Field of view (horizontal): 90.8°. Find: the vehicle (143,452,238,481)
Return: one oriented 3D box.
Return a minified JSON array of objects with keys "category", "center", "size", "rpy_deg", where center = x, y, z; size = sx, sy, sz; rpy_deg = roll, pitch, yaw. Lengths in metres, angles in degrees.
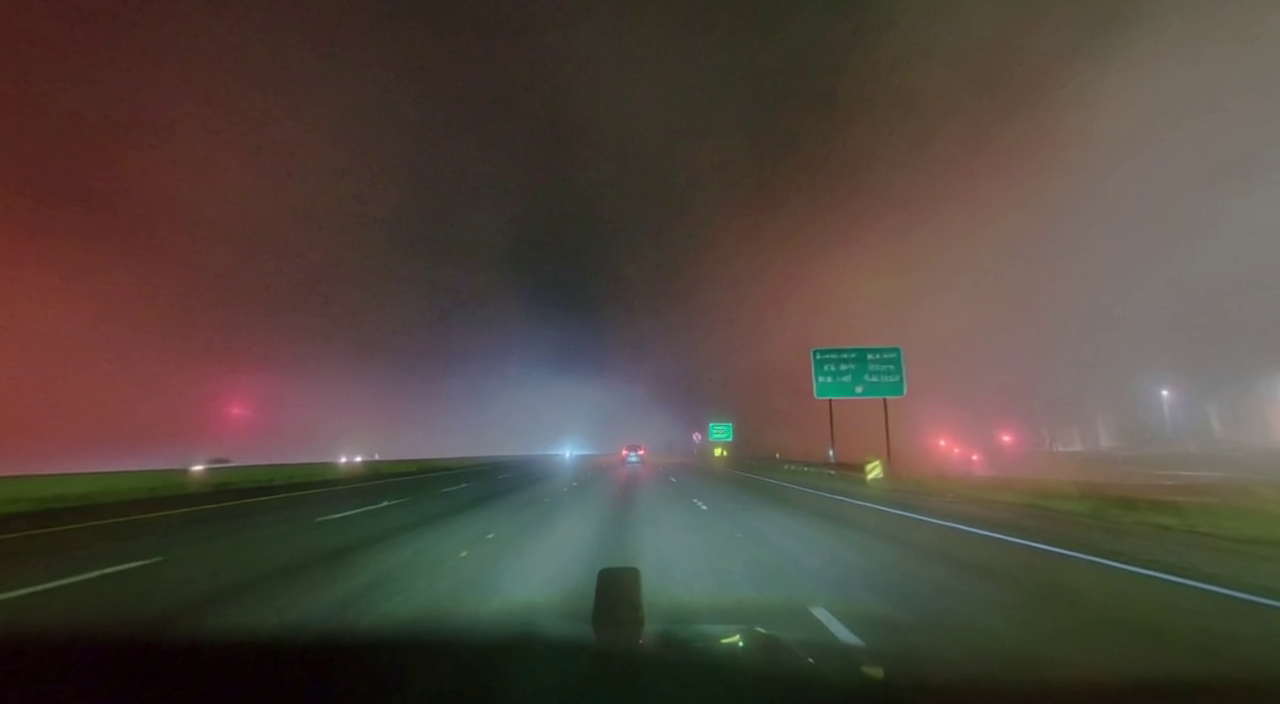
[{"category":"vehicle","center":[-25.832,6.556,36.555],"size":[1.939,1.501,4.767],"rpy_deg":[0,-9,0]}]

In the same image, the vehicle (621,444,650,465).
[{"category":"vehicle","center":[-0.365,7.506,46.381],"size":[2.025,1.460,4.189],"rpy_deg":[0,-9,-1]}]
